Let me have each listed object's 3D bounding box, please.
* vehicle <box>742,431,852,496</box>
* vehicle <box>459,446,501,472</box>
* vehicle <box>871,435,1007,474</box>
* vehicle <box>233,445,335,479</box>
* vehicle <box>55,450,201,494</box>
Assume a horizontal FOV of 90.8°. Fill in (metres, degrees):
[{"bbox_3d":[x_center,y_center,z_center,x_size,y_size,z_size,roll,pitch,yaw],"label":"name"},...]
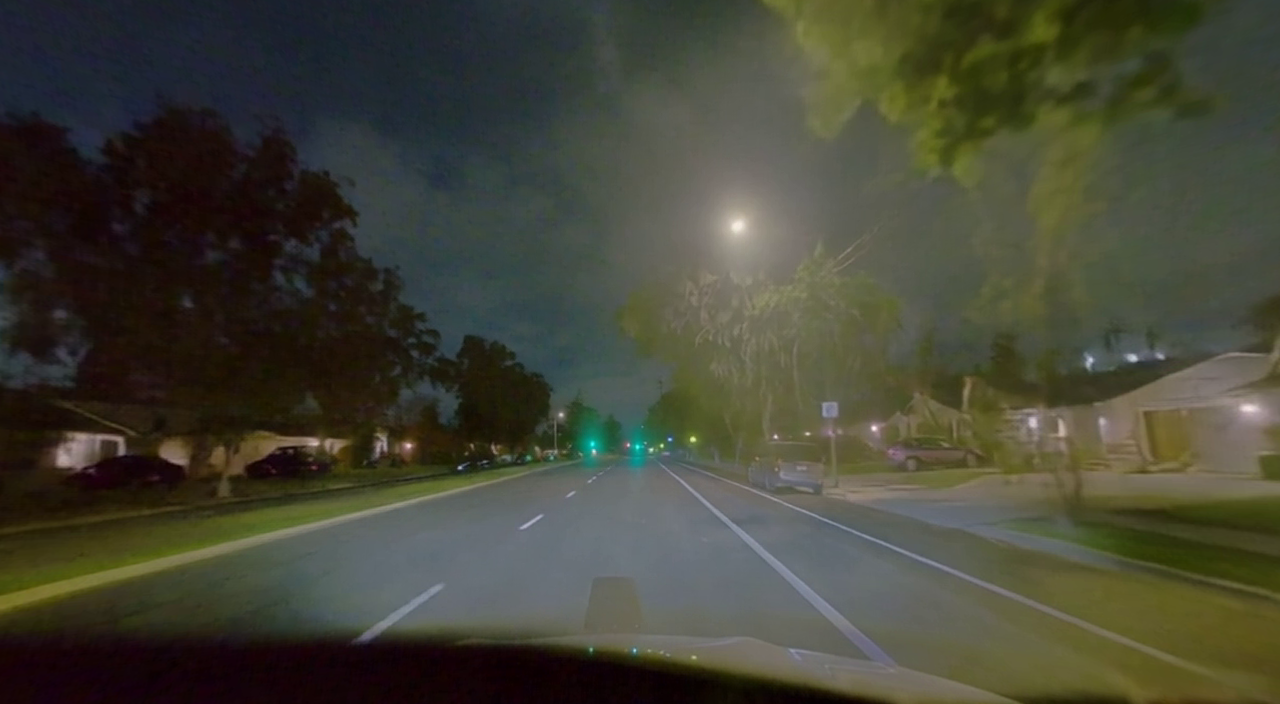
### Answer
[{"bbox_3d":[4.804,3.504,20.234,2.196,1.801,4.778,0,-8,-1],"label":"vehicle"},{"bbox_3d":[-12.484,8.373,49.607,2.003,1.804,4.554,-1,-7,1],"label":"vehicle"},{"bbox_3d":[12.158,4.192,25.948,4.577,1.490,1.903,0,-8,0],"label":"vehicle"},{"bbox_3d":[-20.732,6.413,36.934,4.698,1.862,2.116,0,-9,2],"label":"vehicle"},{"bbox_3d":[-21.194,4.965,26.318,4.272,1.688,1.990,0,-9,-1],"label":"vehicle"}]
